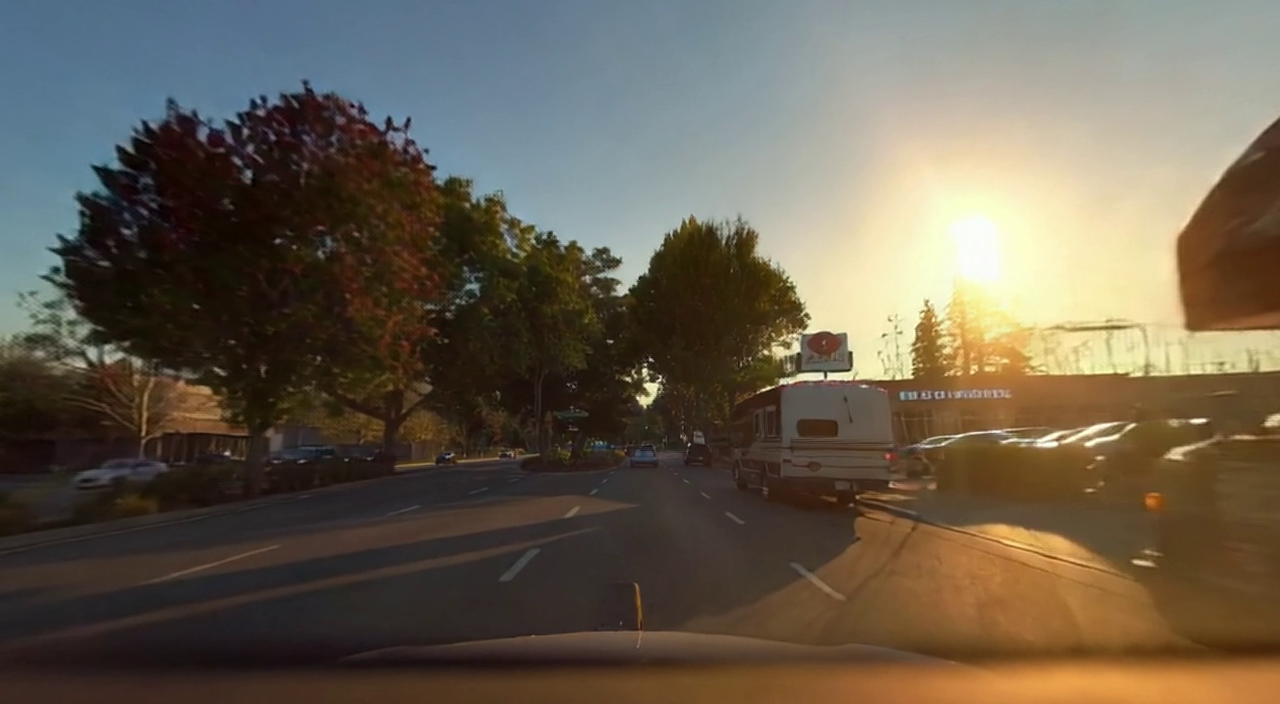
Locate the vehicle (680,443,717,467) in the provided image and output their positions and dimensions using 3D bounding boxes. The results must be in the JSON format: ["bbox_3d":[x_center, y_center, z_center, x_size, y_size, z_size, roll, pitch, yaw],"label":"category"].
[{"bbox_3d":[4.127,7.346,45.270,2.060,1.611,4.675,0,-9,-1],"label":"vehicle"}]

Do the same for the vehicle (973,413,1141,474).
[{"bbox_3d":[13.925,3.136,21.454,4.312,1.647,1.921,-8,-10,23],"label":"vehicle"}]

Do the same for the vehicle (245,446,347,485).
[{"bbox_3d":[-14.740,4.850,27.356,2.028,1.535,4.217,0,-9,0],"label":"vehicle"}]

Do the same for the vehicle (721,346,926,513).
[{"bbox_3d":[4.072,2.132,16.337,2.924,3.250,7.780,-1,-9,0],"label":"vehicle"}]

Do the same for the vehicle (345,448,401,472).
[{"bbox_3d":[-17.931,7.289,42.675,1.889,1.507,4.388,0,-9,0],"label":"vehicle"}]

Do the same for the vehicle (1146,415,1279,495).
[{"bbox_3d":[13.160,2.042,12.654,4.140,1.465,2.072,-1,-9,3],"label":"vehicle"}]

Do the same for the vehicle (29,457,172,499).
[{"bbox_3d":[-20.793,4.841,24.644,1.796,1.445,4.236,0,-9,0],"label":"vehicle"}]

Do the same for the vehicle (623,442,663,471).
[{"bbox_3d":[0.125,5.851,35.425,2.103,1.506,4.742,0,-9,-1],"label":"vehicle"}]
